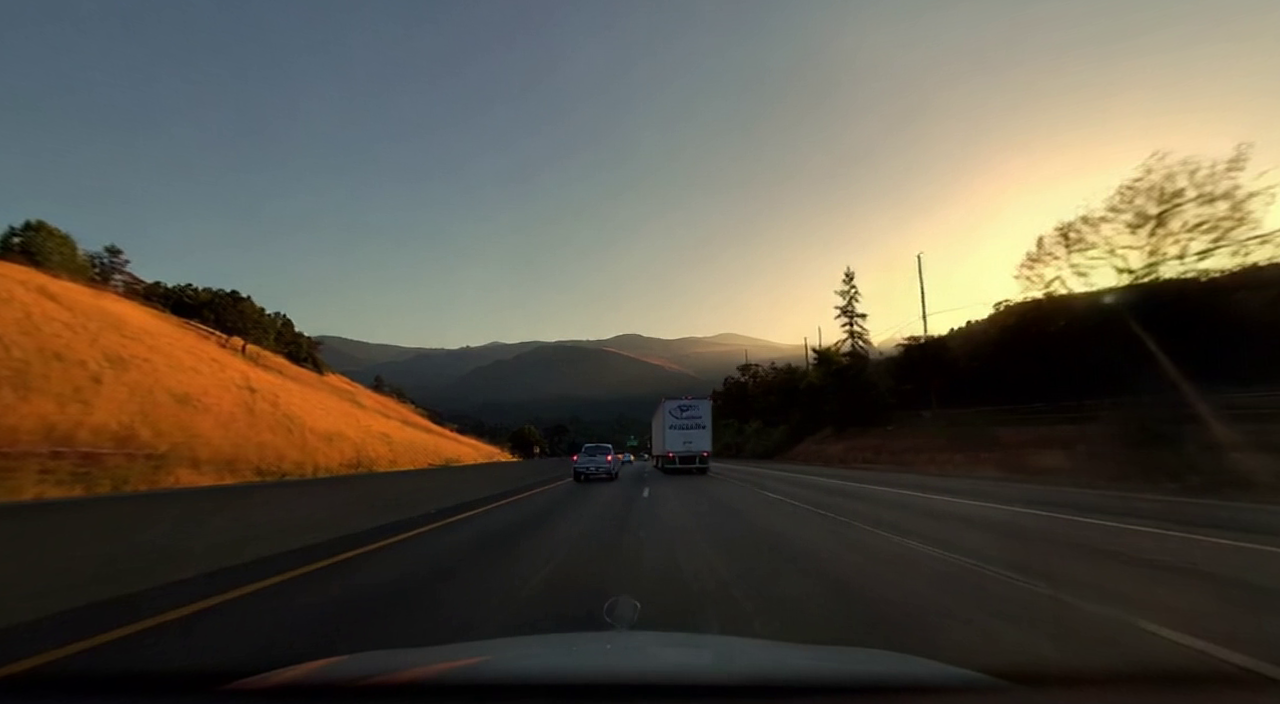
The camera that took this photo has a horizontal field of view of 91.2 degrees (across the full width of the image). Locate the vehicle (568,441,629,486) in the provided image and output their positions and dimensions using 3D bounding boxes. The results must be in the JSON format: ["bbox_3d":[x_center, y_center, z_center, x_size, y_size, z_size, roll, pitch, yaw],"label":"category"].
[{"bbox_3d":[-1.642,4.623,26.314,2.160,1.691,4.243,-1,-9,1],"label":"vehicle"}]

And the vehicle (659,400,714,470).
[{"bbox_3d":[3.035,6.130,45.193,3.167,4.180,14.924,1,-9,2],"label":"vehicle"}]
